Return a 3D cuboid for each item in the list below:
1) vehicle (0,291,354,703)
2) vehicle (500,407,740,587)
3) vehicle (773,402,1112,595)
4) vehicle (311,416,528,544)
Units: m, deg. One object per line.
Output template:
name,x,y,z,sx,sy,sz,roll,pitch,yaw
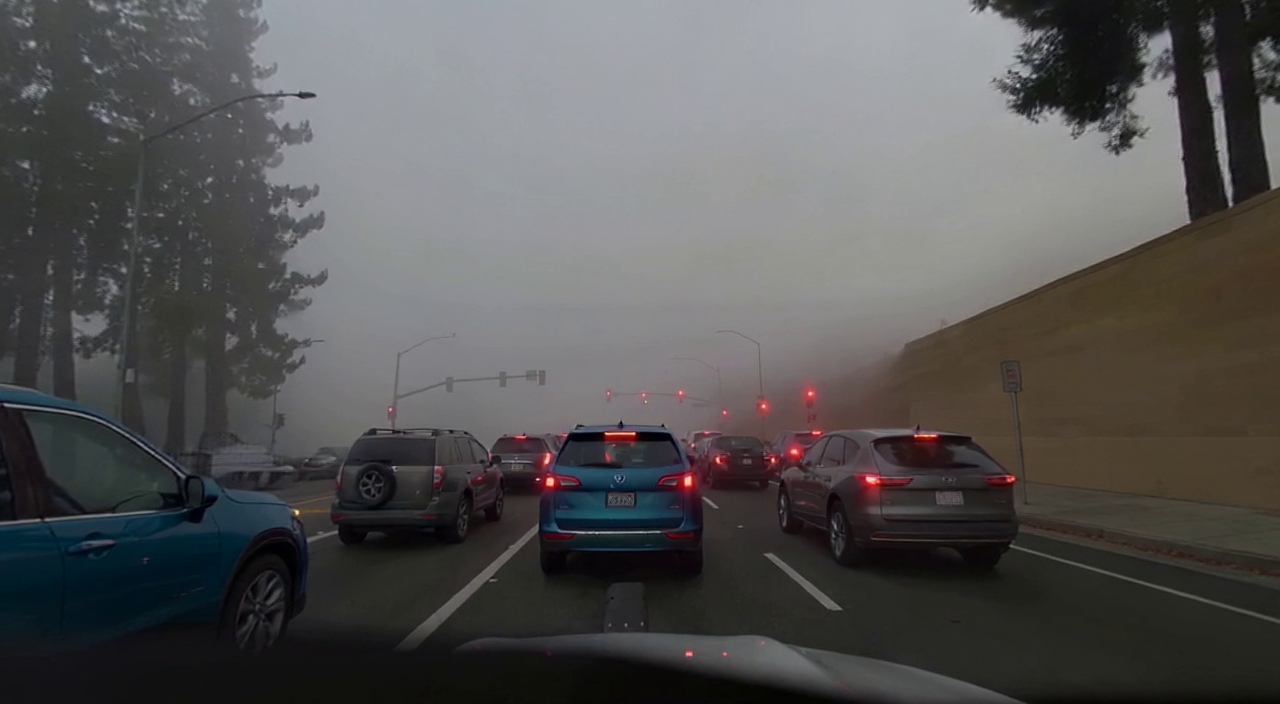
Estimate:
vehicle,-3.519,0.829,3.113,2.070,1.913,4.450,0,-8,0
vehicle,-0.151,1.651,7.950,2.245,1.677,3.913,0,-8,1
vehicle,3.150,1.618,7.808,2.029,1.702,4.281,0,-8,0
vehicle,-3.484,2.118,11.144,2.067,1.759,4.631,0,-8,1
